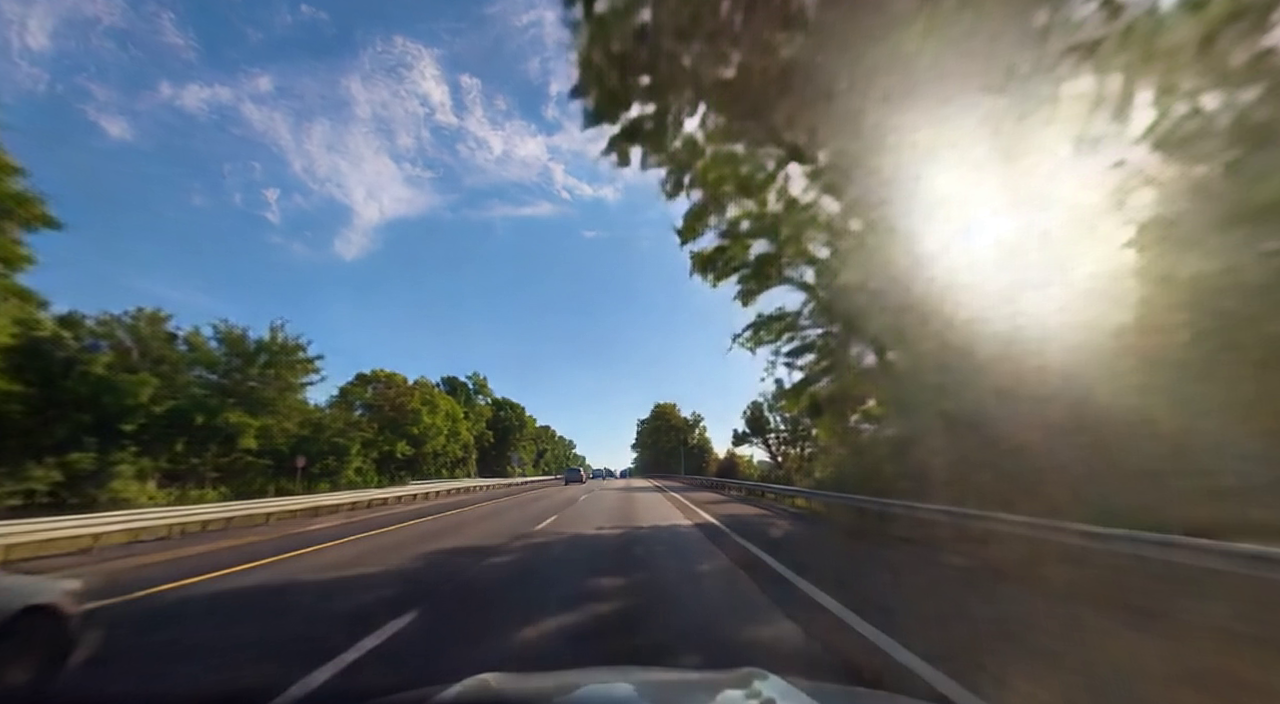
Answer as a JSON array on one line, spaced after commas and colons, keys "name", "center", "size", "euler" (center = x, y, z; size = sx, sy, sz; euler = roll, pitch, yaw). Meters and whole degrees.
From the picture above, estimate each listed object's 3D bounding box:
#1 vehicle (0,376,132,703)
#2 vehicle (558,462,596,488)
[{"name": "vehicle", "center": [-3.889, 0.625, 1.042], "size": [2.123, 1.666, 4.709], "euler": [1, -10, 0]}, {"name": "vehicle", "center": [-4.148, 8.236, 42.239], "size": [2.068, 1.592, 4.479], "euler": [1, -10, 0]}]
